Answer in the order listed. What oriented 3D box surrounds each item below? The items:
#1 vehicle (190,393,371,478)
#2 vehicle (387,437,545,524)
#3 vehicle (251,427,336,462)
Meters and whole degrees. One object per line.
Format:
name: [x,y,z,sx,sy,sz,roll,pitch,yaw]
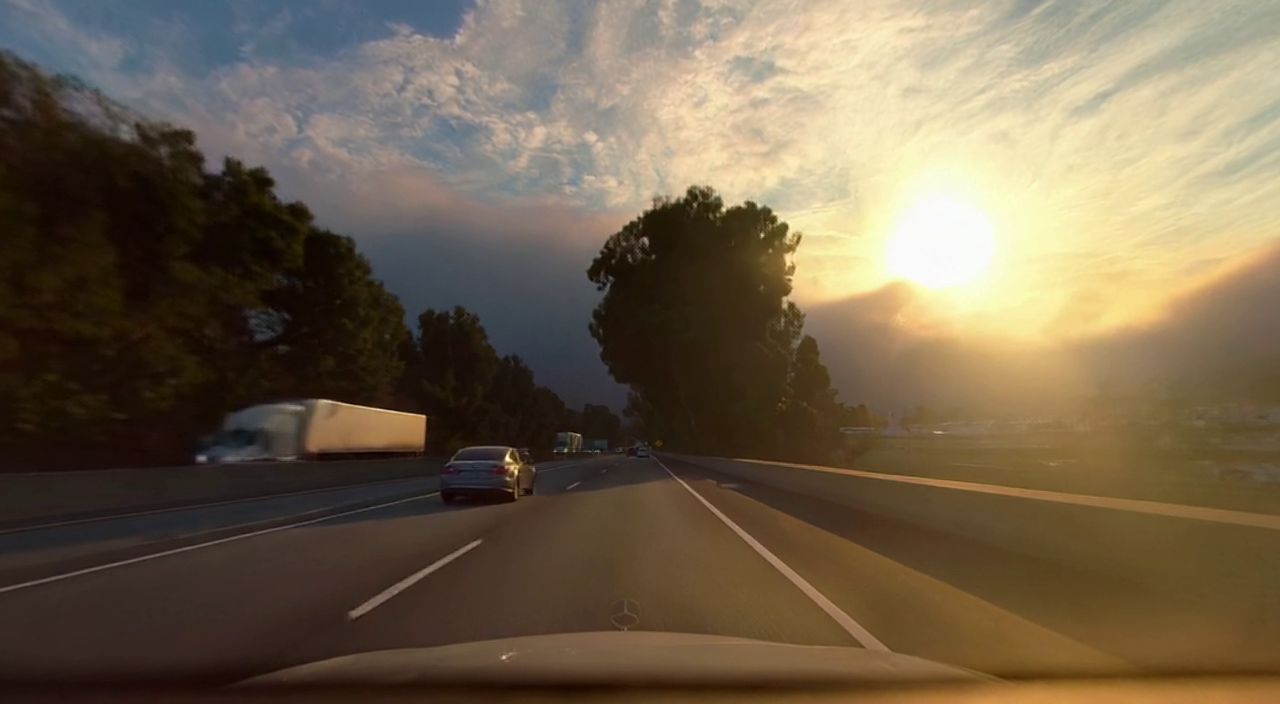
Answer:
vehicle: [-17.174,4.265,31.418,2.929,3.546,10.119,0,-9,0]
vehicle: [-3.399,2.624,13.408,1.969,1.505,4.636,0,-9,1]
vehicle: [-16.949,4.592,31.066,1.826,1.580,4.127,0,-9,0]
